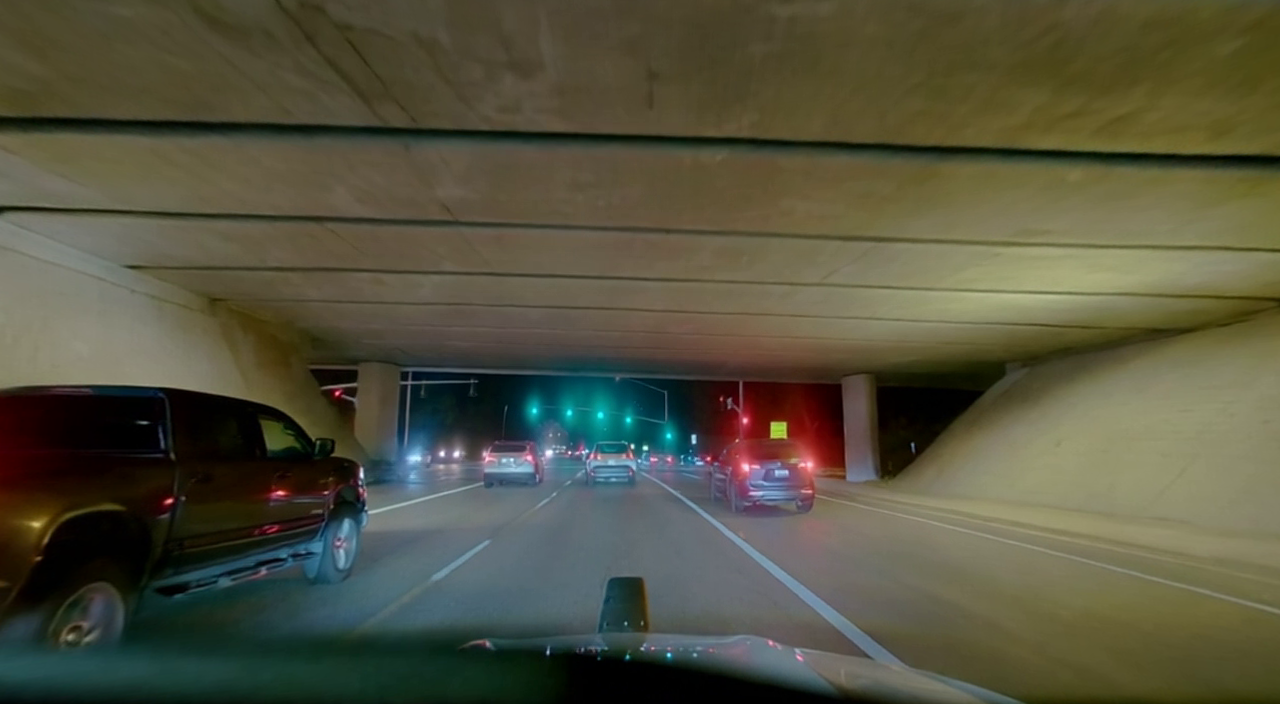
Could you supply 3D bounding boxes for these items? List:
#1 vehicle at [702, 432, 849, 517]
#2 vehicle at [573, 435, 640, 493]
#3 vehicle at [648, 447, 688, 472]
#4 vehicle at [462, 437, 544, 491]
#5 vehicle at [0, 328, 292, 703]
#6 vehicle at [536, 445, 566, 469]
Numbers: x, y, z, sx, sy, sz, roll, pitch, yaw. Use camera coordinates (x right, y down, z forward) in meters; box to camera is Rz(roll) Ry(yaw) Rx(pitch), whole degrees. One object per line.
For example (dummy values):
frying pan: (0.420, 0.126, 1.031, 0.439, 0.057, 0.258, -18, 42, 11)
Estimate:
vehicle: (3.064, 2.925, 15.711, 2.234, 1.720, 5.378, 1, -8, -3)
vehicle: (-1.108, 3.761, 21.505, 2.097, 1.748, 3.794, 0, -8, -2)
vehicle: (1.712, 6.831, 40.330, 2.026, 1.457, 3.969, 1, -8, -6)
vehicle: (-4.699, 3.881, 22.252, 2.127, 1.720, 4.064, 0, -8, -3)
vehicle: (-3.856, 0.802, 2.726, 2.074, 1.814, 4.596, 0, -8, -1)
vehicle: (-6.187, 7.309, 44.198, 1.829, 1.614, 3.611, 1, -8, -4)
